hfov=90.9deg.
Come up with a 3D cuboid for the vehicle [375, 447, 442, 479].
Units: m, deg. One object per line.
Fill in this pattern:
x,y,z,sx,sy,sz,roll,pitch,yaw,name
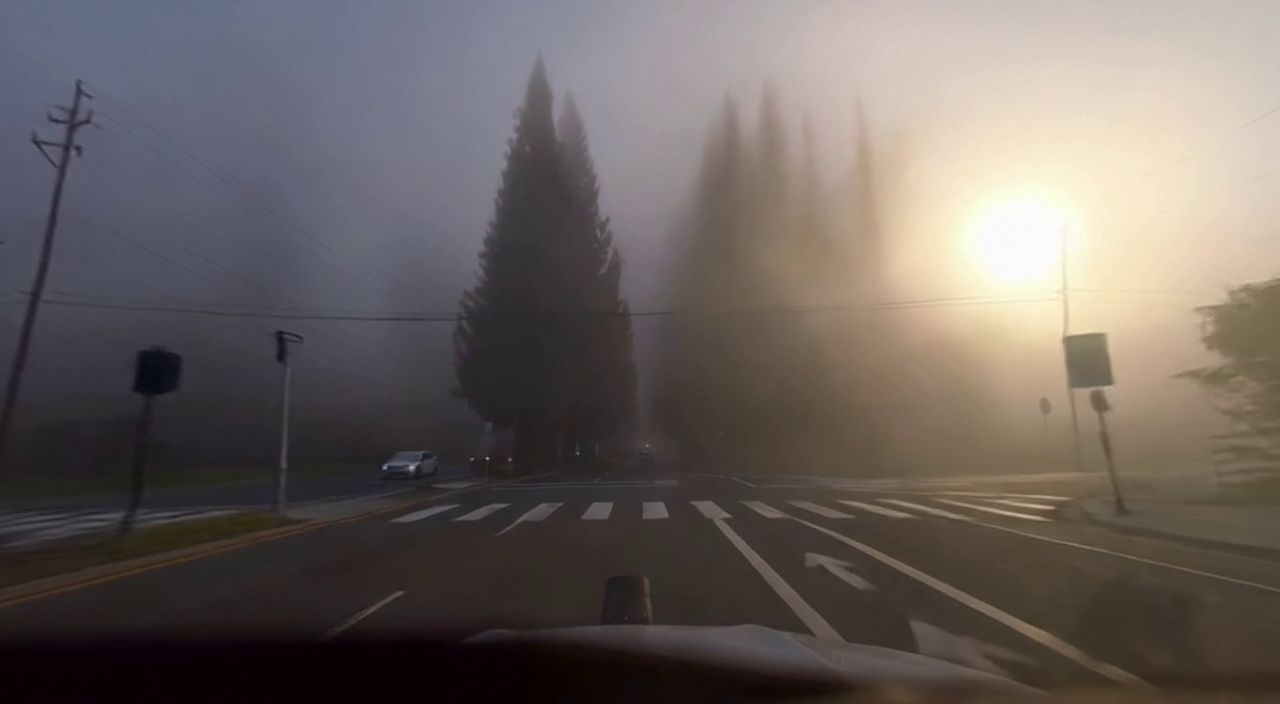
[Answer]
-13.435,6.456,36.903,2.035,1.693,4.625,0,-8,1,vehicle
